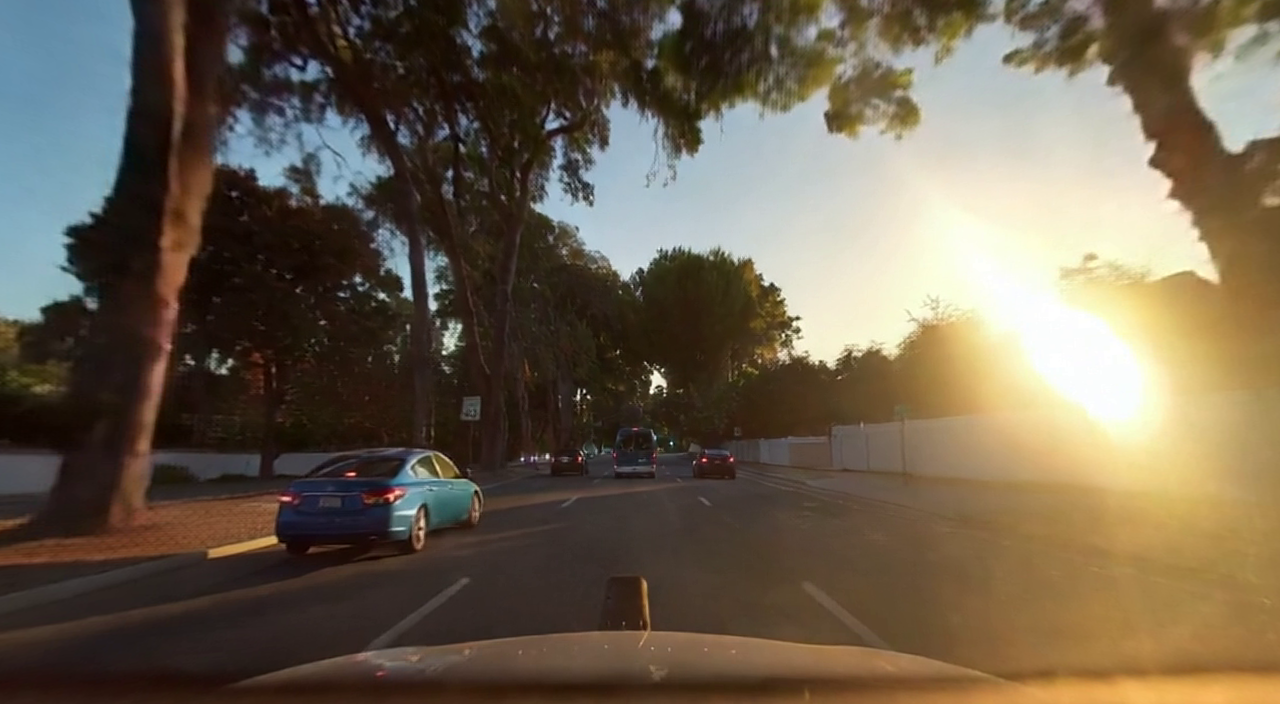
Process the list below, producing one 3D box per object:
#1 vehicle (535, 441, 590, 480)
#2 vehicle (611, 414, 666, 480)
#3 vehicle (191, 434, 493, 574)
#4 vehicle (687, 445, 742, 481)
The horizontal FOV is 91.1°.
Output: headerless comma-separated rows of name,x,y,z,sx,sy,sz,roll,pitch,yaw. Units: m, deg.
vehicle,-3.628,5.149,30.031,2.021,1.715,4.329,0,-9,1
vehicle,-0.148,4.436,29.357,2.311,2.726,5.814,0,-9,-2
vehicle,-3.729,1.983,9.064,2.036,1.474,4.647,0,-9,1
vehicle,3.300,5.017,28.633,1.945,1.469,4.258,0,-9,-1
